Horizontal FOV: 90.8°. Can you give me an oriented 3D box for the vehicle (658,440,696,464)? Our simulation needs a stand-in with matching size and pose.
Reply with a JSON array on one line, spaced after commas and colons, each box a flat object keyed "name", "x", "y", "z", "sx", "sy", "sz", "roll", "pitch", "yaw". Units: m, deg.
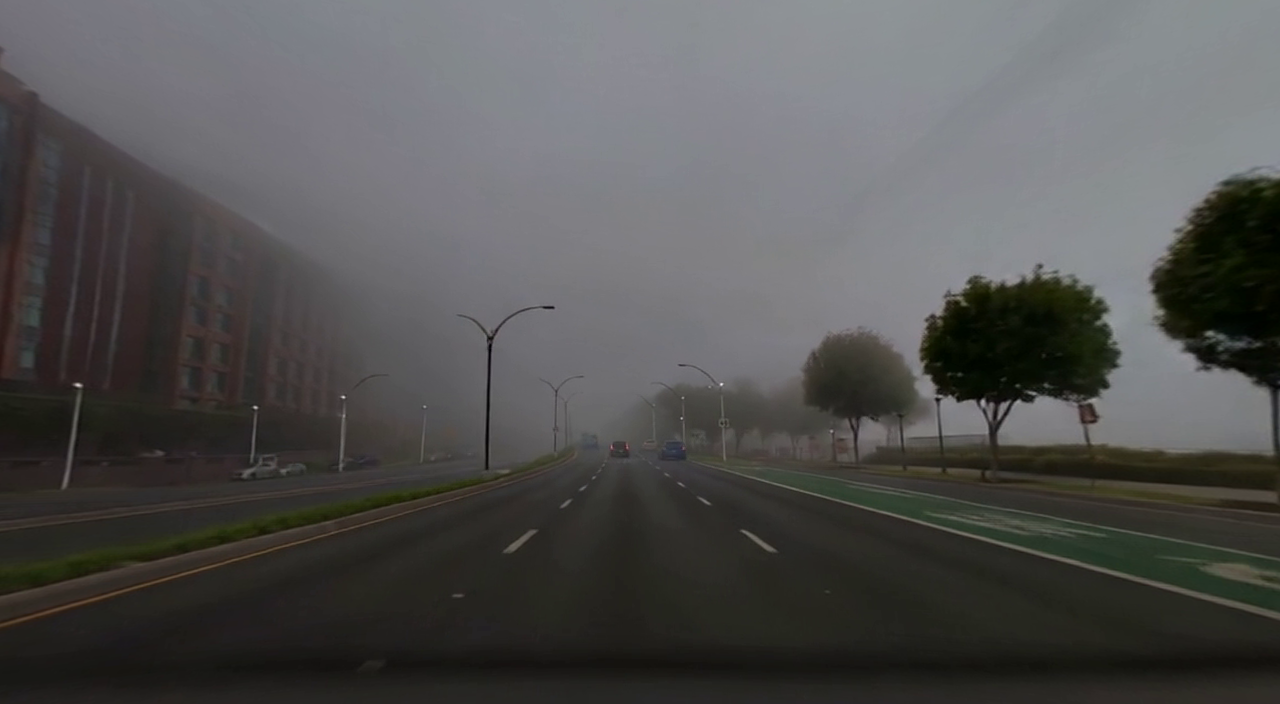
[{"name": "vehicle", "x": 2.497, "y": 6.899, "z": 43.676, "sx": 2.090, "sy": 1.506, "sz": 4.382, "roll": 0, "pitch": -8, "yaw": -3}]
